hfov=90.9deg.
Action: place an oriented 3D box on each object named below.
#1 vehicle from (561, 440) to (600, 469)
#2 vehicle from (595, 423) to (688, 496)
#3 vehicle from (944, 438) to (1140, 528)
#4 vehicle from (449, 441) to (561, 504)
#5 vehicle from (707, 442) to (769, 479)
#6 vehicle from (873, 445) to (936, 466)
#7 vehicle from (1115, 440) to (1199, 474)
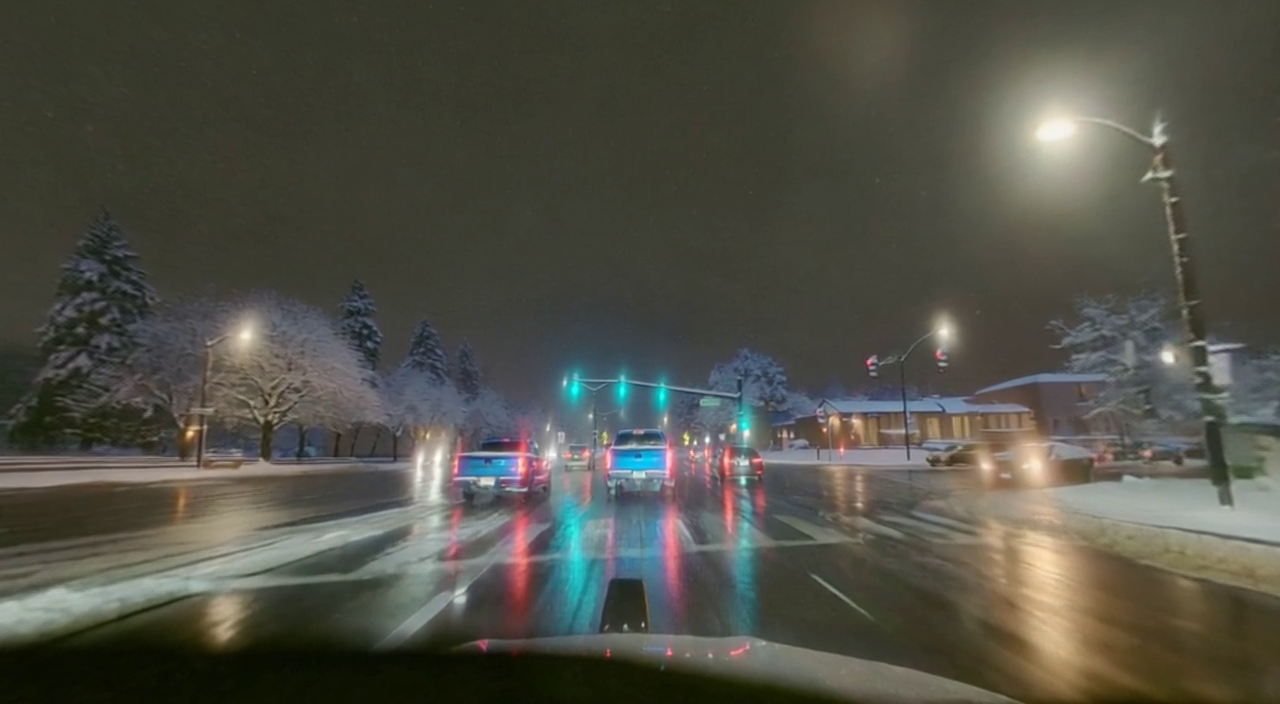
[{"bbox_3d":[-3.647,6.415,39.550,2.018,1.700,4.142,0,-8,0],"label":"vehicle"},{"bbox_3d":[0.038,3.265,19.447,2.493,1.934,4.957,0,-8,0],"label":"vehicle"},{"bbox_3d":[9.386,3.027,15.301,2.126,1.820,4.521,-1,-8,6],"label":"vehicle"},{"bbox_3d":[-3.474,3.168,17.142,1.986,1.465,4.509,0,-8,1],"label":"vehicle"},{"bbox_3d":[4.245,4.774,28.053,1.968,1.472,4.456,0,-8,-1],"label":"vehicle"},{"bbox_3d":[19.902,7.731,47.393,4.417,1.492,1.943,4,-9,-27],"label":"vehicle"},{"bbox_3d":[31.709,6.402,38.610,5.227,1.935,2.289,5,-10,-32],"label":"vehicle"}]
